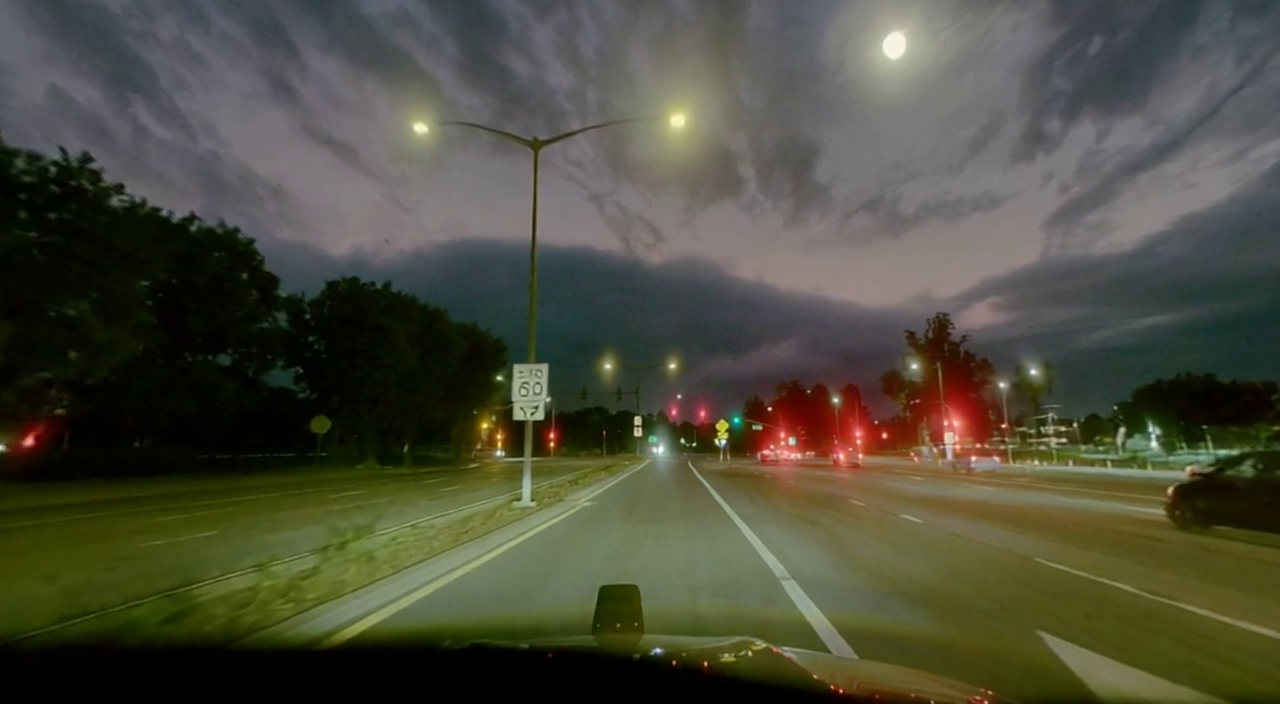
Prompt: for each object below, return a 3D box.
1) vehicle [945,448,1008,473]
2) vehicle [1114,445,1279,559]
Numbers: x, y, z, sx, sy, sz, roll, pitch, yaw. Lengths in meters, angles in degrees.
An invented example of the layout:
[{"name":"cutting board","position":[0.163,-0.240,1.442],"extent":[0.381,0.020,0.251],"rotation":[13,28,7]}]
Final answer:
[{"name":"vehicle","position":[22.056,7.115,41.603],"extent":[1.896,1.524,4.562],"rotation":[-1,-8,5]},{"name":"vehicle","position":[9.596,2.133,9.294],"extent":[1.933,1.500,4.458],"rotation":[0,-8,3]}]
